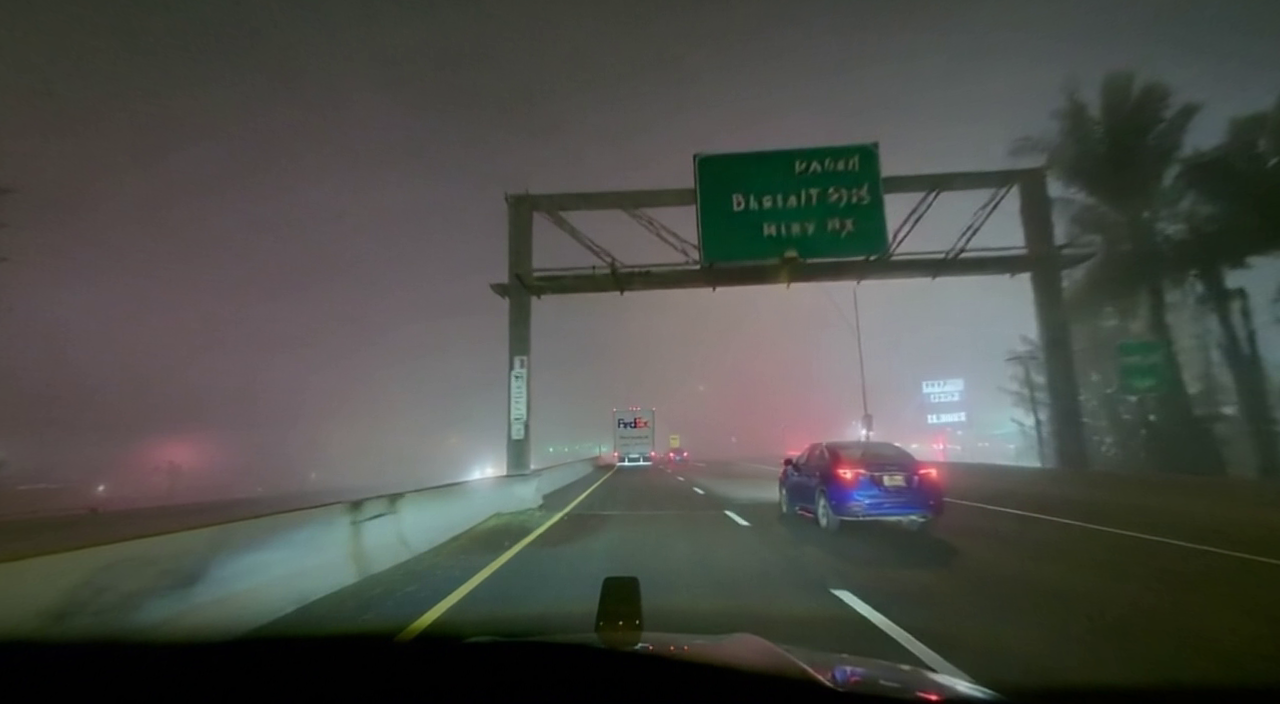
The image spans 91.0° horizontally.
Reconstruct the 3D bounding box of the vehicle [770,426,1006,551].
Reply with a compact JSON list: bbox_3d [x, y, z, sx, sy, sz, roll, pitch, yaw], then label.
[{"bbox_3d":[3.578,2.052,10.118,1.966,1.558,4.238,0,-9,-1],"label":"vehicle"}]
